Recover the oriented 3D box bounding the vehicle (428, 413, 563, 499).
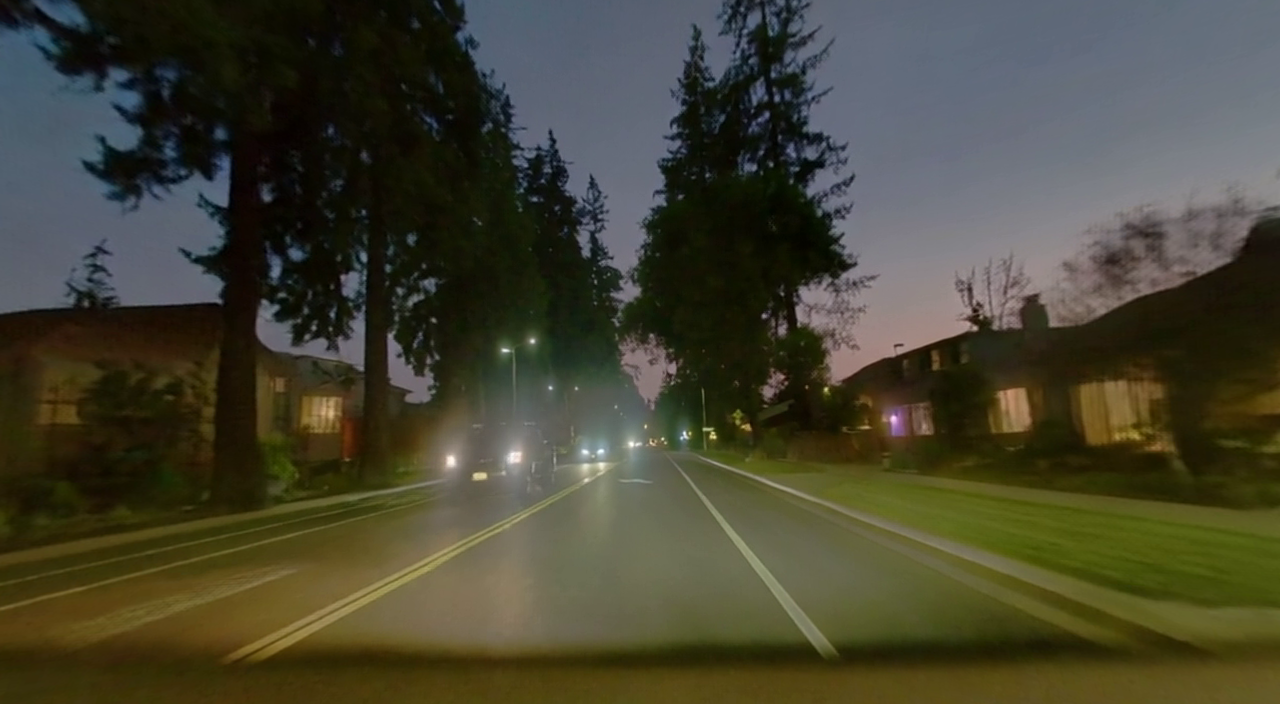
[{"bbox_3d":[-3.936,2.993,18.508,2.417,2.088,5.780,0,-8,2],"label":"vehicle"}]

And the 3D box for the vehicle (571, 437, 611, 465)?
[{"bbox_3d":[-3.306,6.784,43.175,2.172,1.793,4.696,0,-8,2],"label":"vehicle"}]
